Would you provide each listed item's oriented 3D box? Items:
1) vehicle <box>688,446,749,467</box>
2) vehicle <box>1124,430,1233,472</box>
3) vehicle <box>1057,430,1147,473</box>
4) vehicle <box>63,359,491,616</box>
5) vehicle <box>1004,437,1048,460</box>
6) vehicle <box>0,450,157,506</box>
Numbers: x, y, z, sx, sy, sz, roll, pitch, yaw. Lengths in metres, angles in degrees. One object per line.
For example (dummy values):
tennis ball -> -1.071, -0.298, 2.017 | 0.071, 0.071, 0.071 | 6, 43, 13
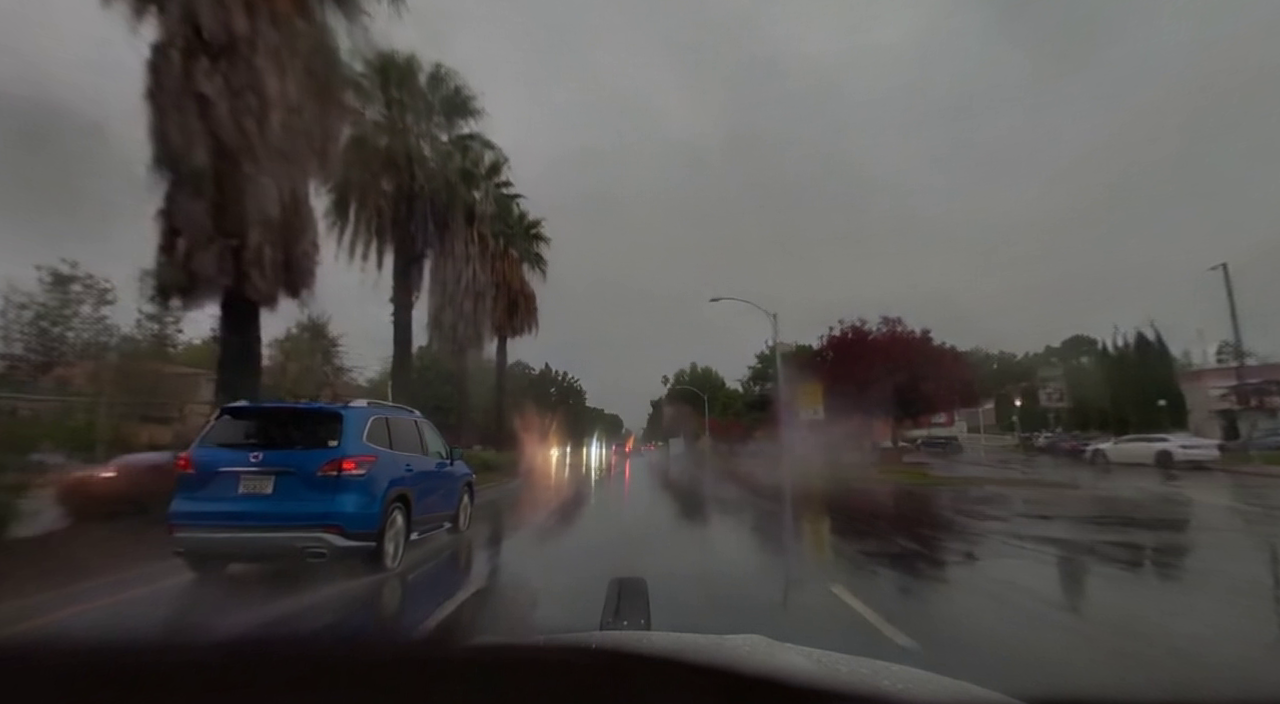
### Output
vehicle -> 5.994, 8.005, 48.513 | 1.919, 1.472, 4.470 | 7, -11, -40
vehicle -> 25.611, 4.749, 30.303 | 2.162, 1.806, 5.704 | -4, -9, 22
vehicle -> 21.447, 4.634, 29.499 | 2.180, 1.808, 4.462 | -3, -9, 21
vehicle -> -3.352, 1.382, 7.223 | 2.152, 1.987, 4.527 | 0, -9, 0
vehicle -> 29.066, 7.291, 47.560 | 1.982, 1.611, 4.314 | -4, -9, 21
vehicle -> -18.206, 3.833, 19.554 | 2.200, 1.505, 4.815 | -2, -9, 9
